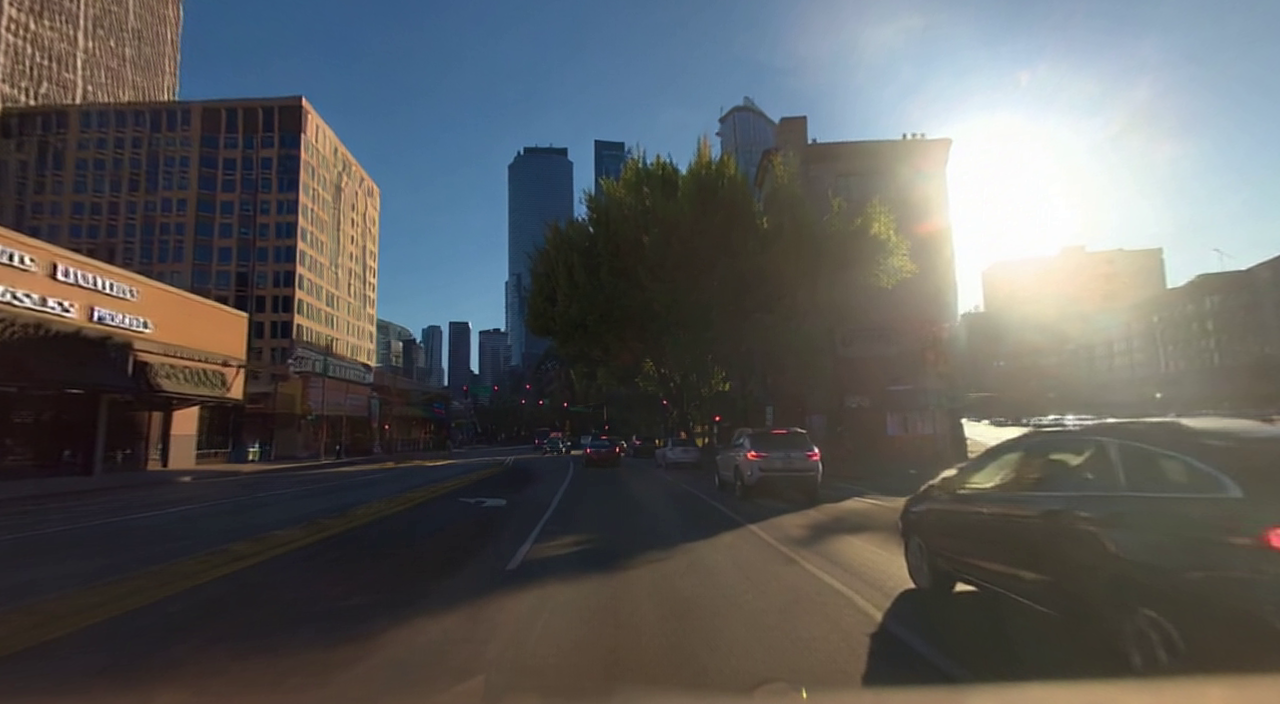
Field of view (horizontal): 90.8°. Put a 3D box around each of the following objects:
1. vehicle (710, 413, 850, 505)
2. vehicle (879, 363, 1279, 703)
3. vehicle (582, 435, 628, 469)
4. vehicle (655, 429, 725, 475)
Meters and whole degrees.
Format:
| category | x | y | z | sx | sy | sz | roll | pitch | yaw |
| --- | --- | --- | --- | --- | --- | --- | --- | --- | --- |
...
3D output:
| category | x | y | z | sx | sy | sz | roll | pitch | yaw |
| --- | --- | --- | --- | --- | --- | --- | --- | --- | --- |
| vehicle | 2.986 | 2.413 | 14.568 | 2.046 | 1.768 | 4.370 | 0 | -8 | -3 |
| vehicle | 3.277 | 1.054 | 3.866 | 1.966 | 1.596 | 3.980 | 0 | -8 | -1 |
| vehicle | -1.795 | 4.910 | 31.150 | 2.068 | 1.512 | 3.987 | 1 | -9 | -6 |
| vehicle | 1.986 | 4.172 | 26.726 | 2.216 | 1.750 | 4.520 | 0 | -8 | -5 |
